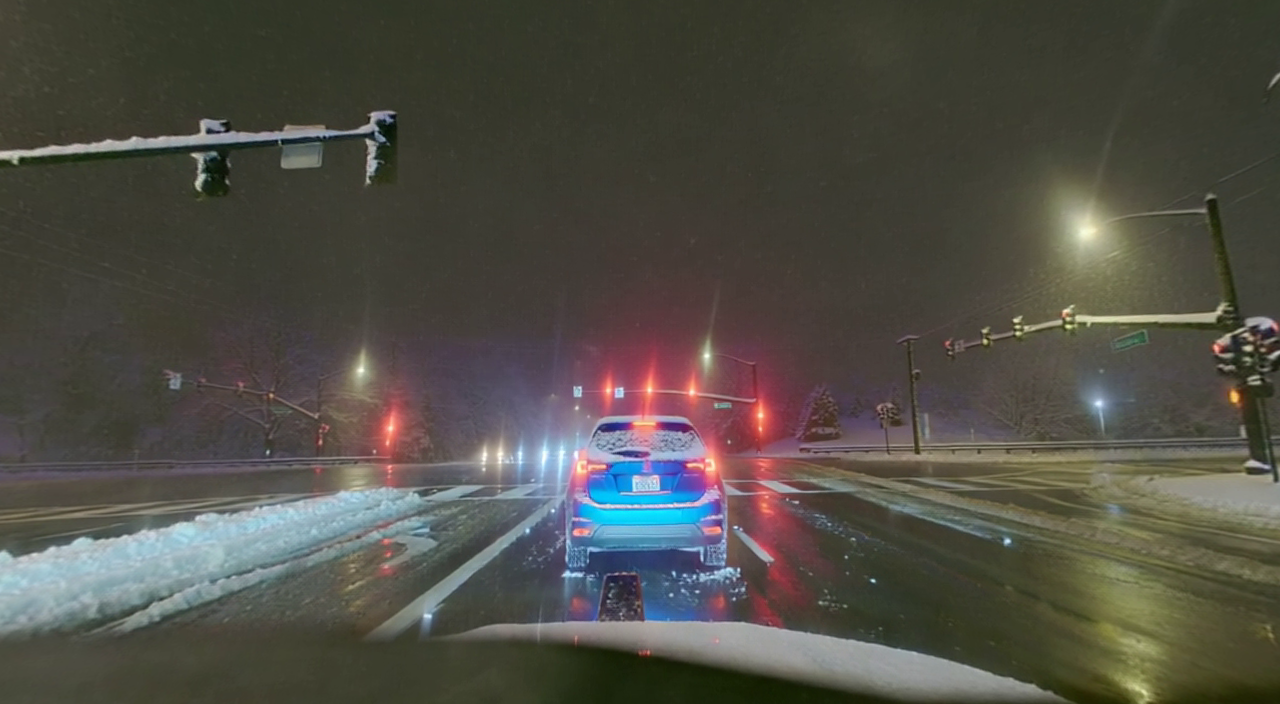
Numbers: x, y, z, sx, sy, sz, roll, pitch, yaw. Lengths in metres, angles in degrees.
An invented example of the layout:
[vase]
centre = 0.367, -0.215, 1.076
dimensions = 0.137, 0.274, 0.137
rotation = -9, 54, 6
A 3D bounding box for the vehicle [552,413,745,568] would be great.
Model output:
[vehicle]
centre = 0.046, 1.754, 8.705
dimensions = 2.027, 1.626, 3.942
rotation = 0, -8, -1
